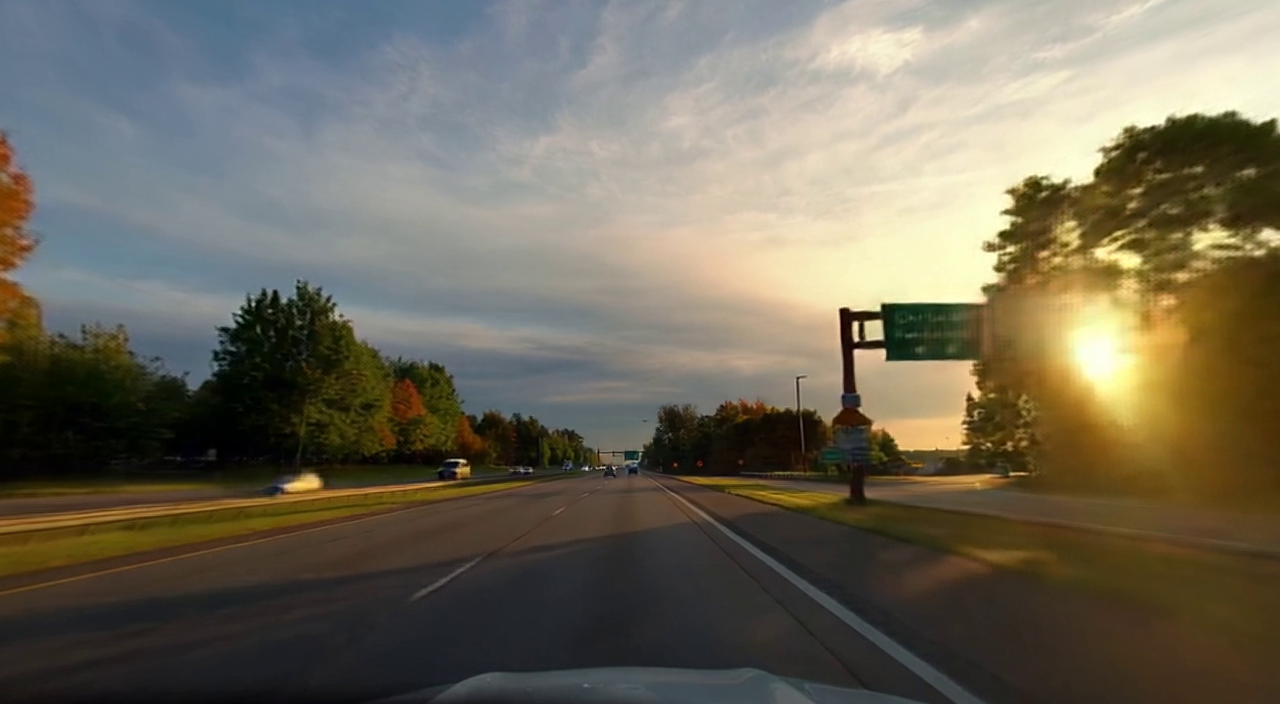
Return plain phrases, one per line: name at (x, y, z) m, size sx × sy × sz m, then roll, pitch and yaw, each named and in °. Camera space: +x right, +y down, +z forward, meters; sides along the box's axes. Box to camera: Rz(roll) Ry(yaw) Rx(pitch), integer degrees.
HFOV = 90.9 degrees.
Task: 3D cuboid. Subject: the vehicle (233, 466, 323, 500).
vehicle at (-16.749, 6.073, 29.370) m, size 1.856 × 1.437 × 3.849 m, roll 1°, pitch -10°, yaw 0°
